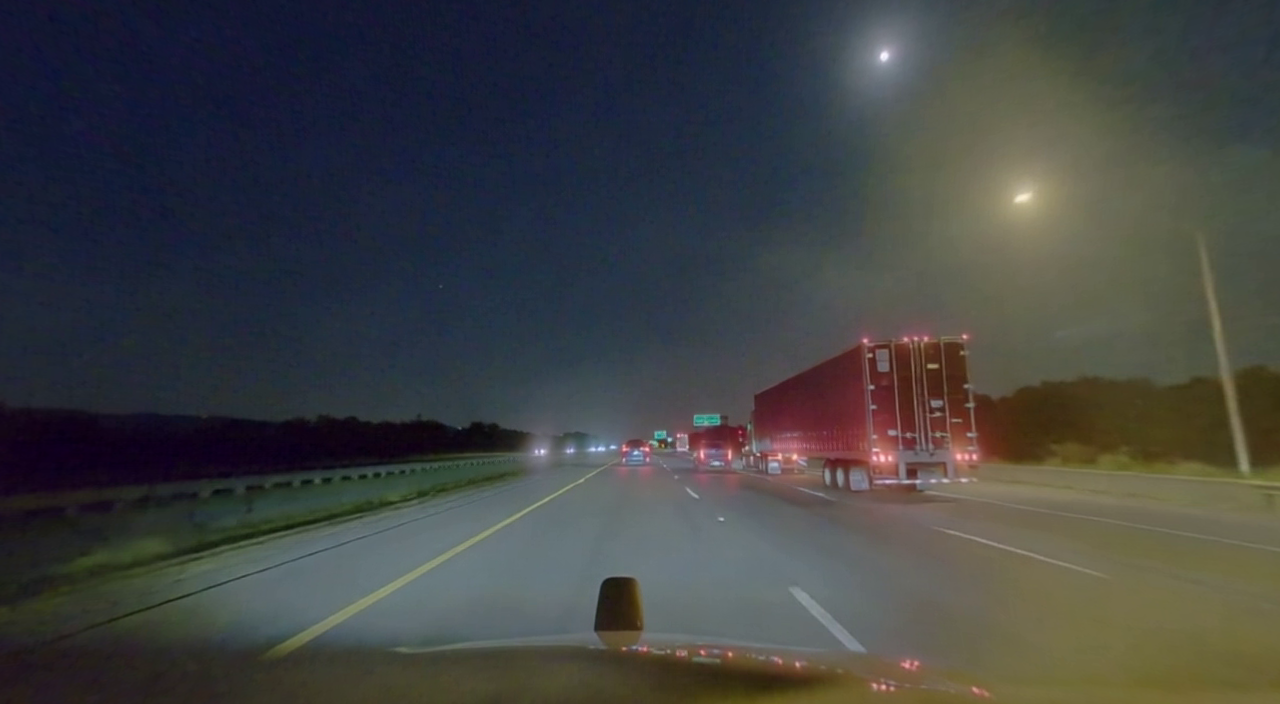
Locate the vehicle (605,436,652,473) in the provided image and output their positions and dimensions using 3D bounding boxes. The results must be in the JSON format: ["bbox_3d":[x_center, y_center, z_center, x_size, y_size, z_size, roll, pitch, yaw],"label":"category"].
[{"bbox_3d":[-0.476,5.054,31.102,2.142,1.664,4.076,0,-9,1],"label":"vehicle"}]

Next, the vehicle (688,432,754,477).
[{"bbox_3d":[3.522,4.595,28.323,2.269,1.839,4.554,1,-9,-1],"label":"vehicle"}]
